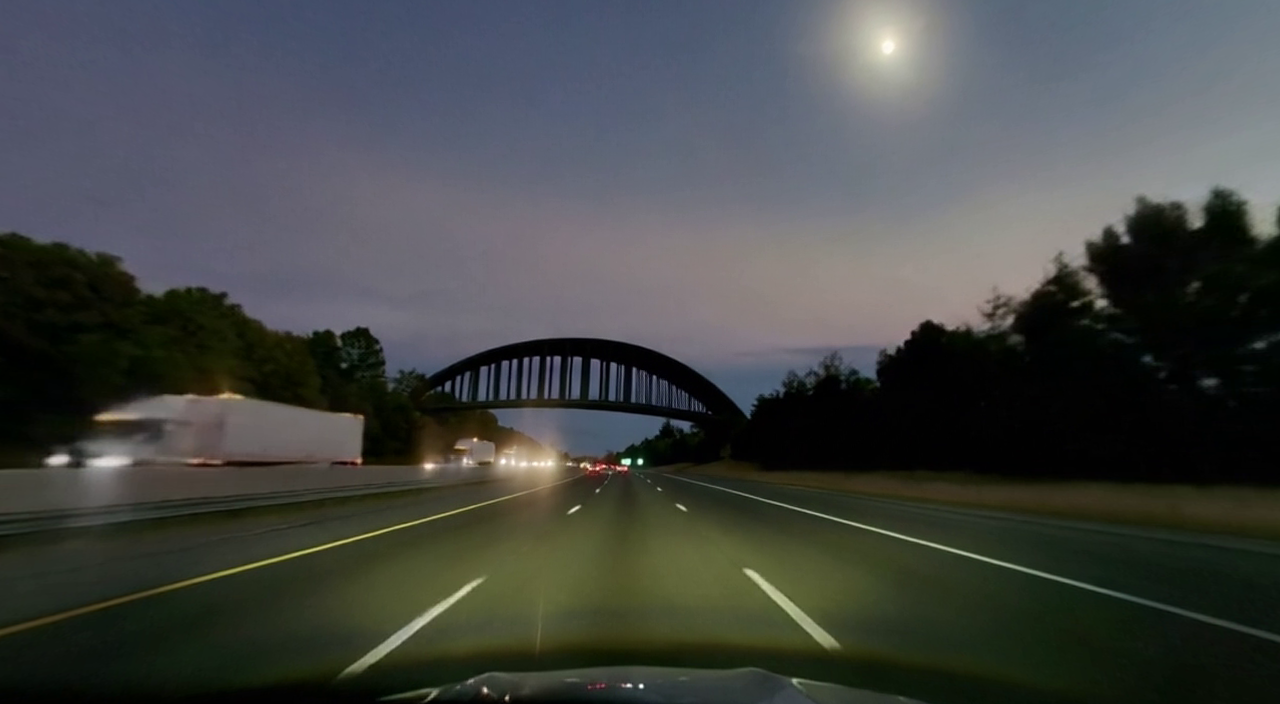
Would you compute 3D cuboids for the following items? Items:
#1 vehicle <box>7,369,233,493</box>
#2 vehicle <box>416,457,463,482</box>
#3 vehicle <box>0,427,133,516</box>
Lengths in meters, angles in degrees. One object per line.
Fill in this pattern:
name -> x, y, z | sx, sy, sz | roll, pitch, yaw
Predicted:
vehicle -> -18.700, 3.065, 23.354 | 2.942, 3.979, 5.819 | 0, -10, 2
vehicle -> -12.967, 7.628, 40.938 | 1.834, 1.464, 3.783 | 1, -10, -1
vehicle -> -12.061, 2.185, 11.566 | 1.875, 1.516, 4.293 | 1, -10, 0
